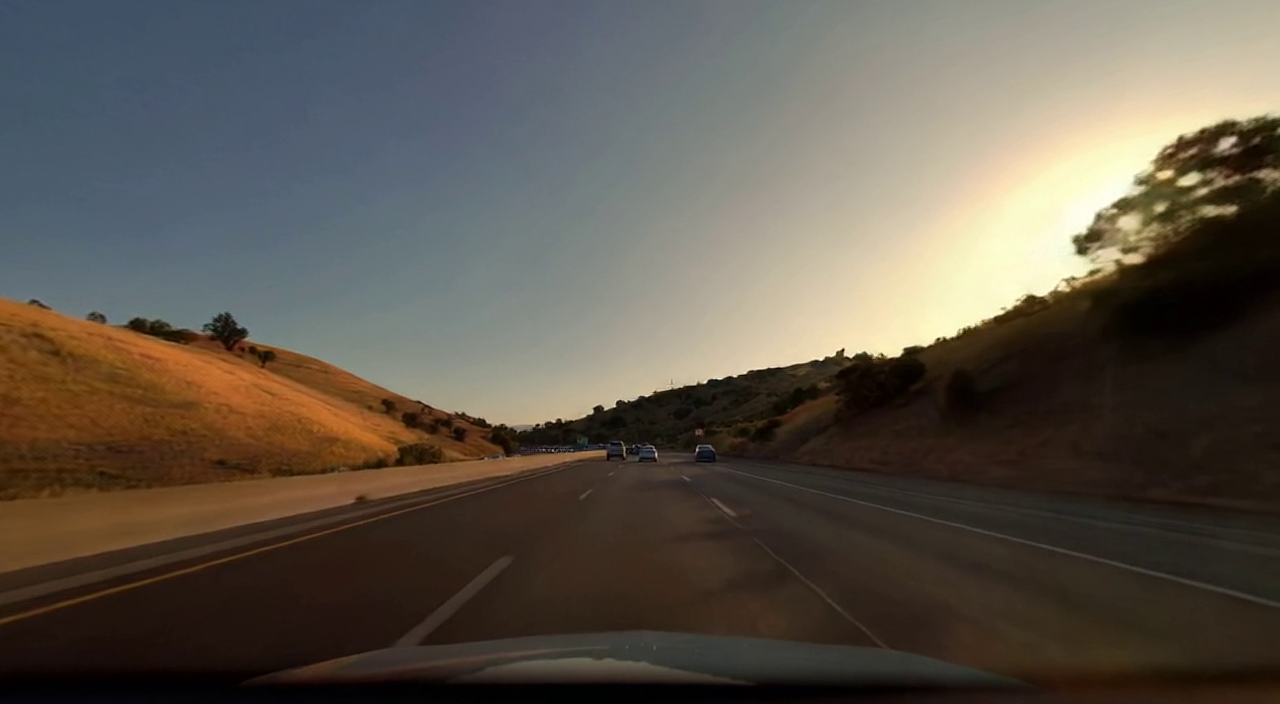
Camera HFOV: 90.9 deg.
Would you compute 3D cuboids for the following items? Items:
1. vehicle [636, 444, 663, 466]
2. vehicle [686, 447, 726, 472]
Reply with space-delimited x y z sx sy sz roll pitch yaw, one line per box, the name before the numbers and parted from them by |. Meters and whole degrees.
vehicle | 0.700 8.068 49.534 1.986 1.576 4.312 0 -8 0
vehicle | 3.870 6.377 37.646 1.976 1.352 3.602 0 -8 0
